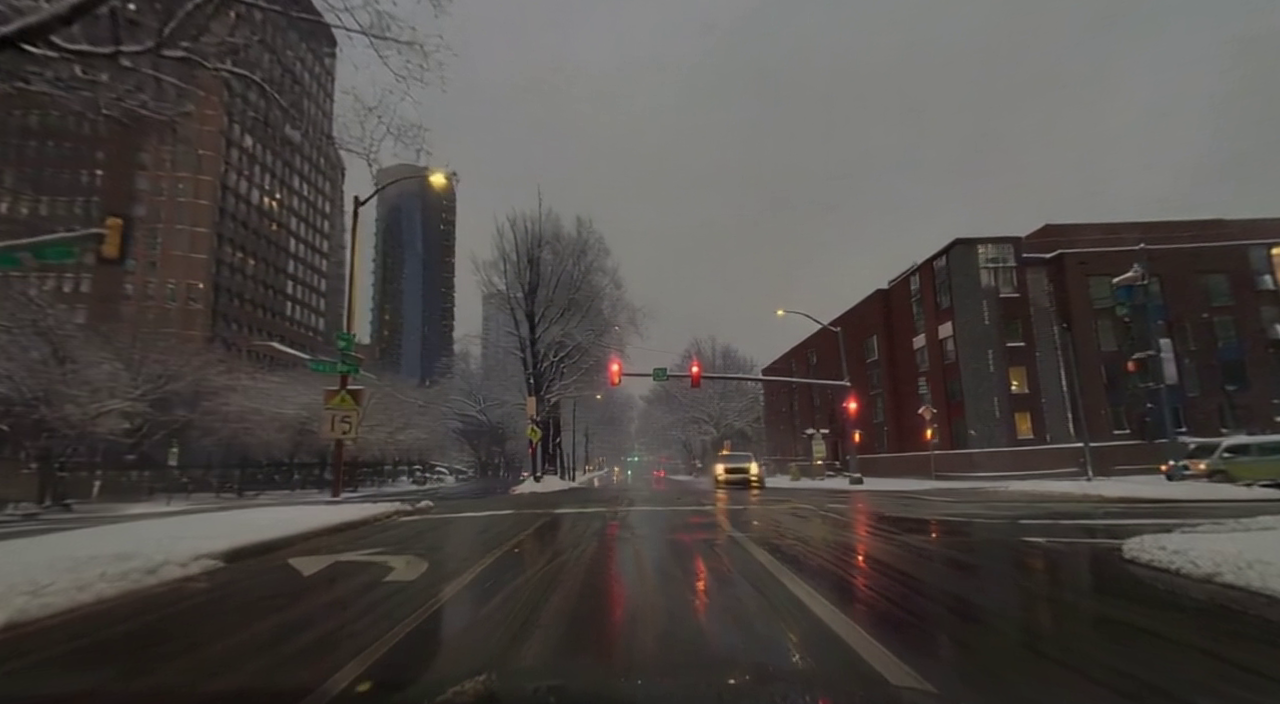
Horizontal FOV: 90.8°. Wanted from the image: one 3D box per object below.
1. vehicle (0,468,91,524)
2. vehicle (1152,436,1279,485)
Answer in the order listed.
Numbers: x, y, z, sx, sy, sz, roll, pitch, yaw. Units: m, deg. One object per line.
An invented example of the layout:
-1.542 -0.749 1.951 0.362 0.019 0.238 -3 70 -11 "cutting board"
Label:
-21.075 4.680 20.953 4.758 1.549 2.194 -4 -9 21 "vehicle"
21.113 3.832 22.504 3.967 1.636 1.932 -1 -9 0 "vehicle"
